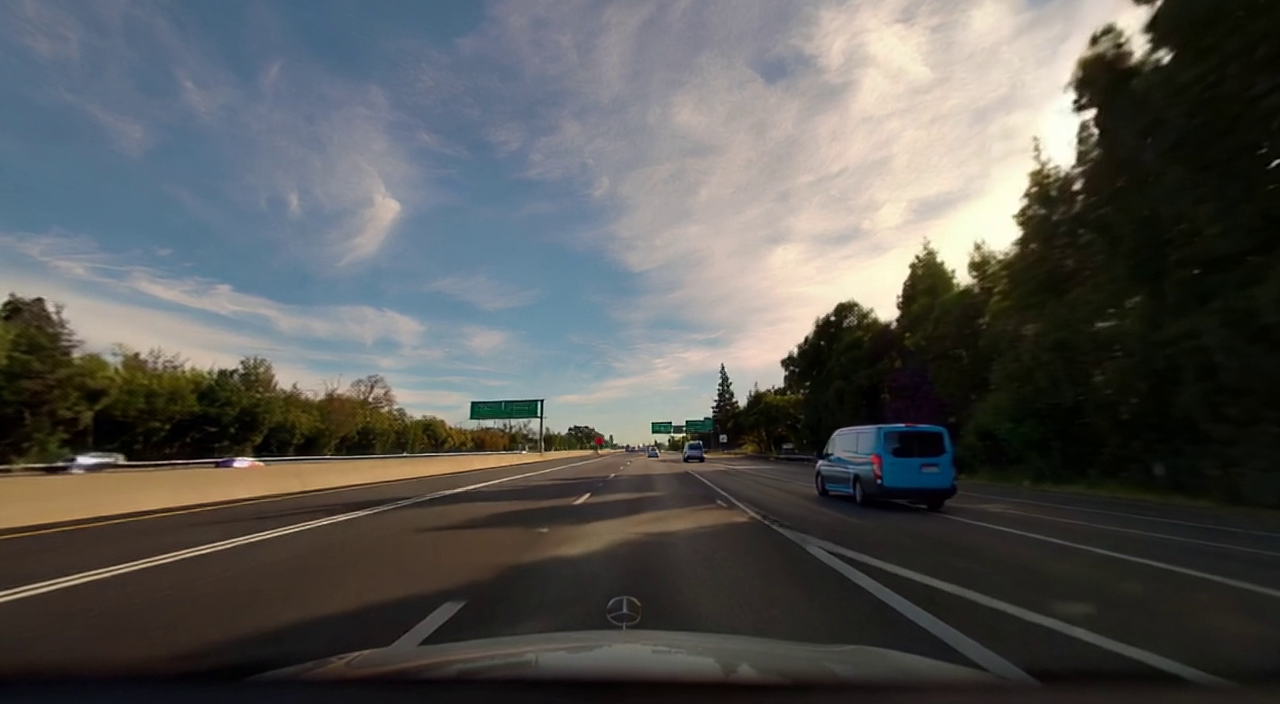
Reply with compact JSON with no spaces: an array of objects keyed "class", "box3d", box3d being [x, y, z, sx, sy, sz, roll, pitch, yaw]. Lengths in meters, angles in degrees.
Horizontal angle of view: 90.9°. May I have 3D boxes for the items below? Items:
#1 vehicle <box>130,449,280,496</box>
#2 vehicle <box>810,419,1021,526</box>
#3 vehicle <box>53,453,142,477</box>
[{"class":"vehicle","box3d":[-15.156,4.188,22.355,1.903,1.486,4.666,0,-9,1]},{"class":"vehicle","box3d":[5.316,2.381,12.984,1.971,1.795,4.389,1,-9,-6]},{"class":"vehicle","box3d":[-34.474,7.176,40.224,1.603,1.342,4.588,0,-9,0]}]
